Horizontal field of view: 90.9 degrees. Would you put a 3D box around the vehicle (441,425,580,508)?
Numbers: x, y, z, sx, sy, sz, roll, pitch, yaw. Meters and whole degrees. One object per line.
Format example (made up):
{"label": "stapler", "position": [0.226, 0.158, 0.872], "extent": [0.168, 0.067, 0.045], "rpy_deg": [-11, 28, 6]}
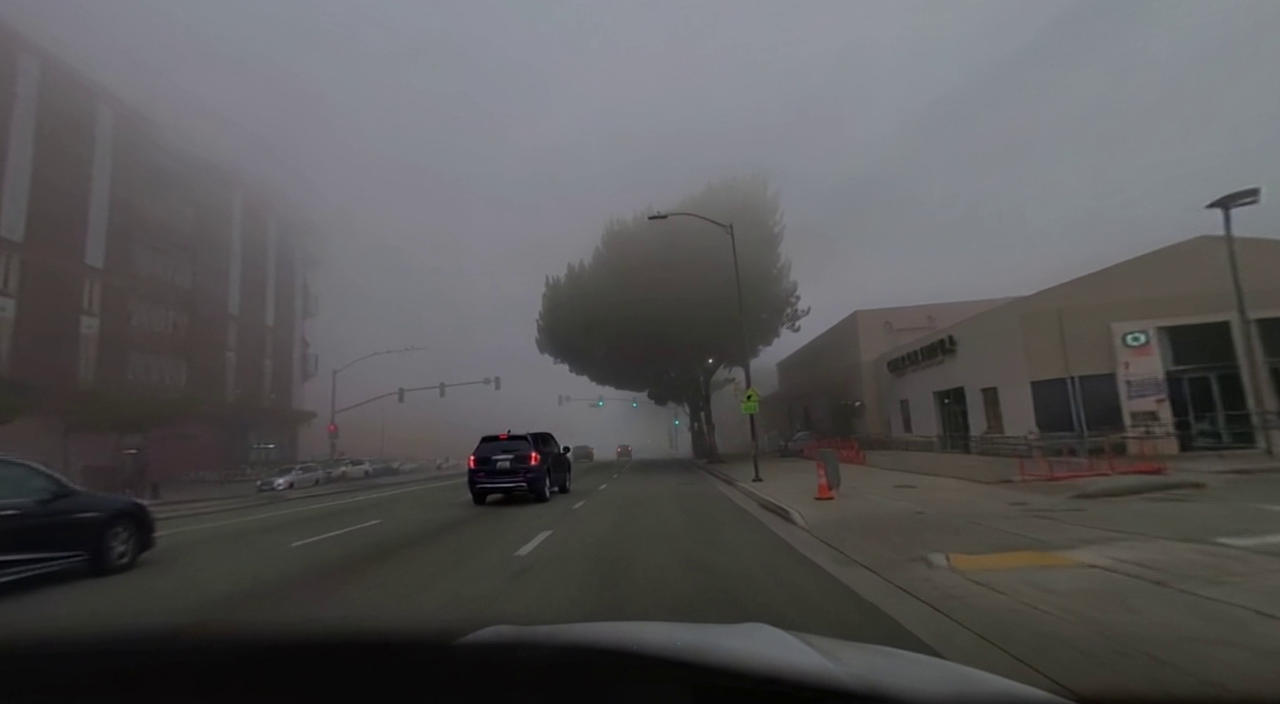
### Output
{"label": "vehicle", "position": [-3.008, 2.821, 15.962], "extent": [2.277, 1.743, 4.893], "rpy_deg": [-1, -8, 2]}

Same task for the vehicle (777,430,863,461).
{"label": "vehicle", "position": [10.304, 5.406, 36.435], "extent": [4.361, 1.550, 2.087], "rpy_deg": [1, -12, 3]}

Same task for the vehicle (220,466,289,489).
{"label": "vehicle", "position": [-28.843, 9.348, 47.190], "extent": [3.971, 1.500, 1.887], "rpy_deg": [8, -12, -43]}

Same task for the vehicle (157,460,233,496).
{"label": "vehicle", "position": [-28.250, 7.992, 40.057], "extent": [3.755, 1.646, 1.961], "rpy_deg": [-3, -8, -40]}

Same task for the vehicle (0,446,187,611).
{"label": "vehicle", "position": [-6.659, 1.546, 5.419], "extent": [1.950, 1.450, 4.657], "rpy_deg": [0, -8, 2]}
